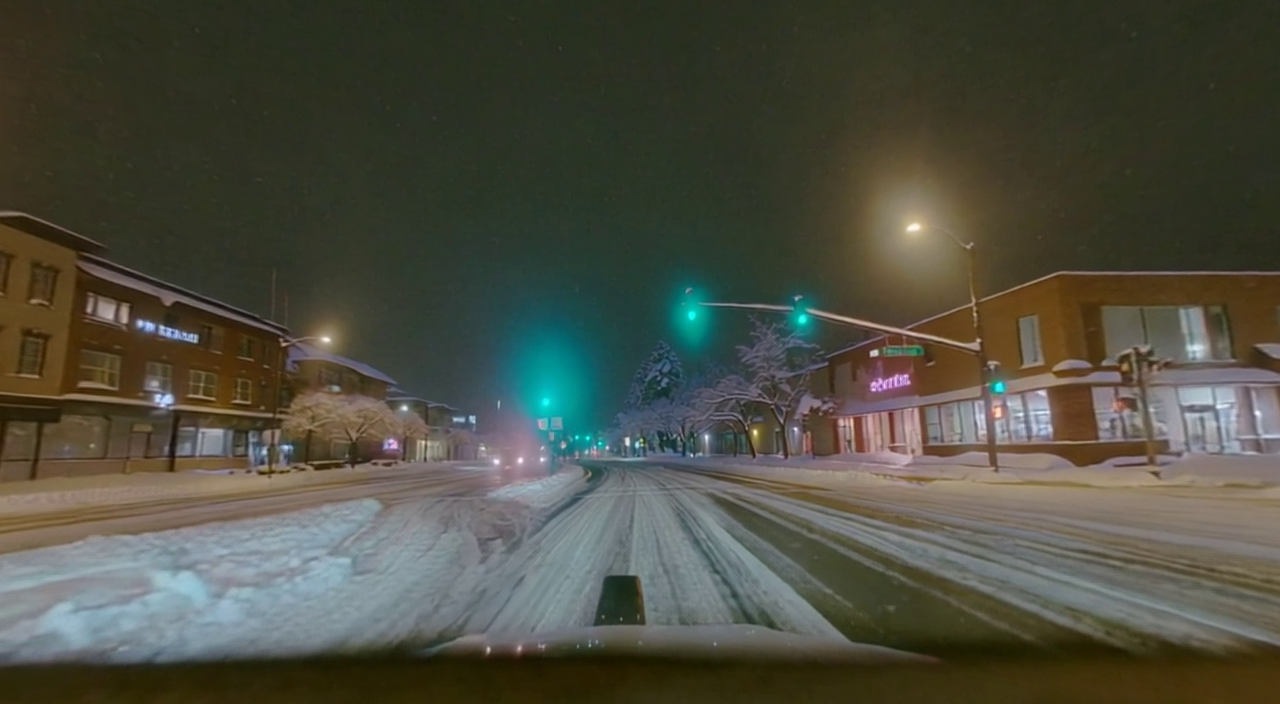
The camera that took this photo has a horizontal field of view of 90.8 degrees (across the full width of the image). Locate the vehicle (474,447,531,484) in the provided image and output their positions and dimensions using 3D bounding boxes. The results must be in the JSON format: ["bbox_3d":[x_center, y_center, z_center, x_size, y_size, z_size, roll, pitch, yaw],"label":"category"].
[{"bbox_3d":[-6.221,5.139,28.994,1.894,1.474,4.332,0,-8,-3],"label":"vehicle"}]
